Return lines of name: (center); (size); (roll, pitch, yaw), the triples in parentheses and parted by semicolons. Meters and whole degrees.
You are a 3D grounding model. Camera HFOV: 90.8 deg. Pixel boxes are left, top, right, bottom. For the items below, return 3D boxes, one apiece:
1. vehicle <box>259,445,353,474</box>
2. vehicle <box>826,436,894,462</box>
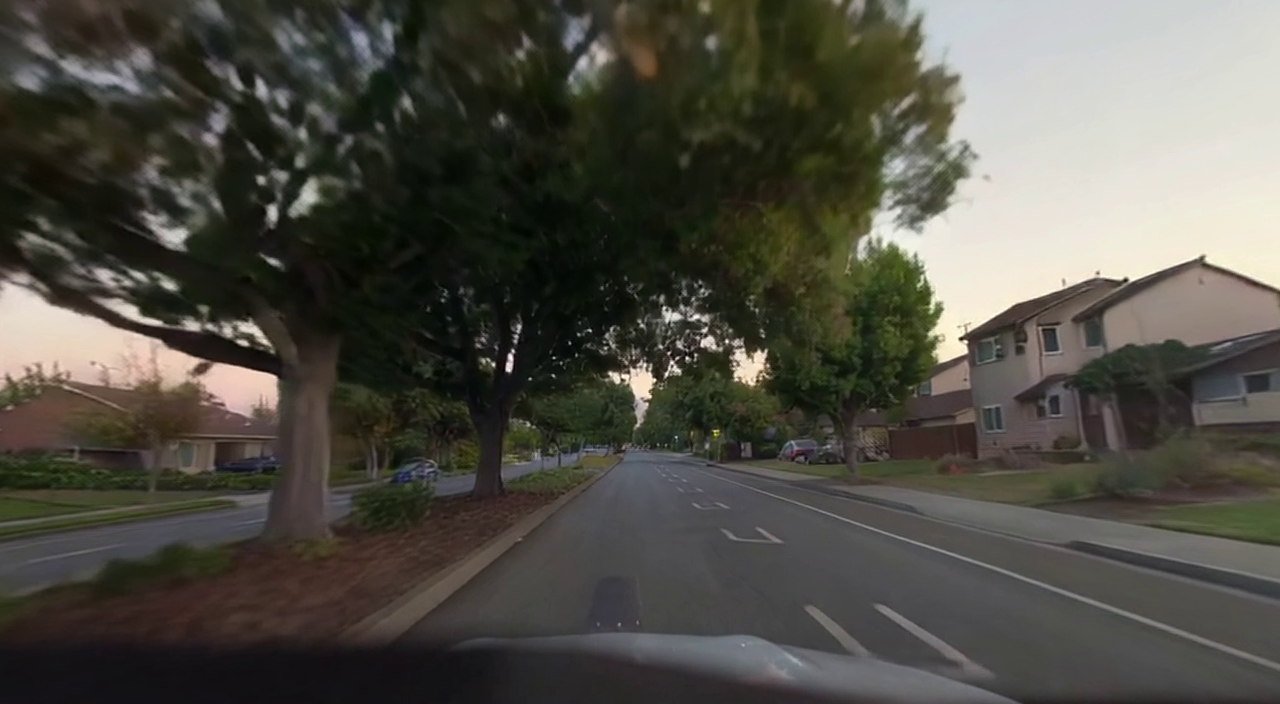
vehicle: (-21.971, 7.099, 41.732); (4.889, 1.822, 2.159); (0, -8, -3)
vehicle: (15.403, 6.779, 44.389); (4.010, 1.751, 1.922); (-1, -8, 3)
